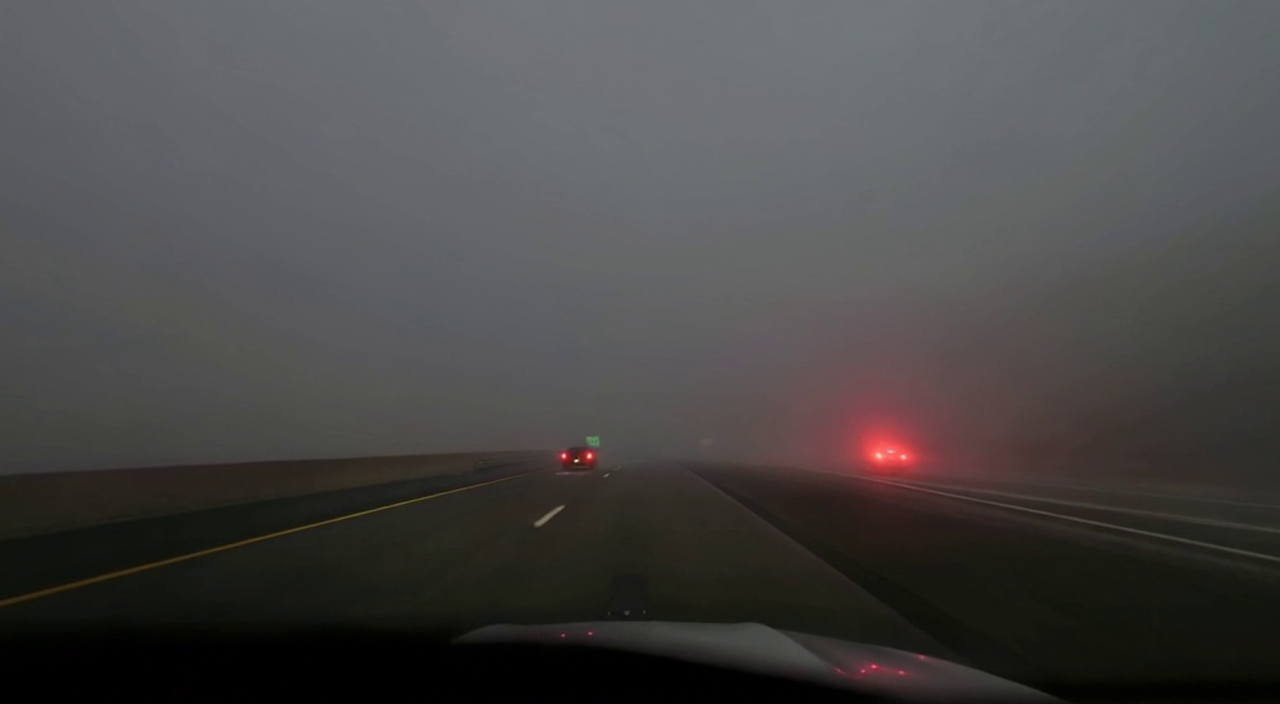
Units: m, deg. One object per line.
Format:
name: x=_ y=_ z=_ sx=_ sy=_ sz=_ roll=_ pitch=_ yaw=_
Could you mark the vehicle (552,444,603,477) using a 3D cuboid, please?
vehicle: x=-3.015 y=5.306 z=31.079 sx=1.968 sy=1.504 sz=3.892 roll=0 pitch=-8 yaw=2
